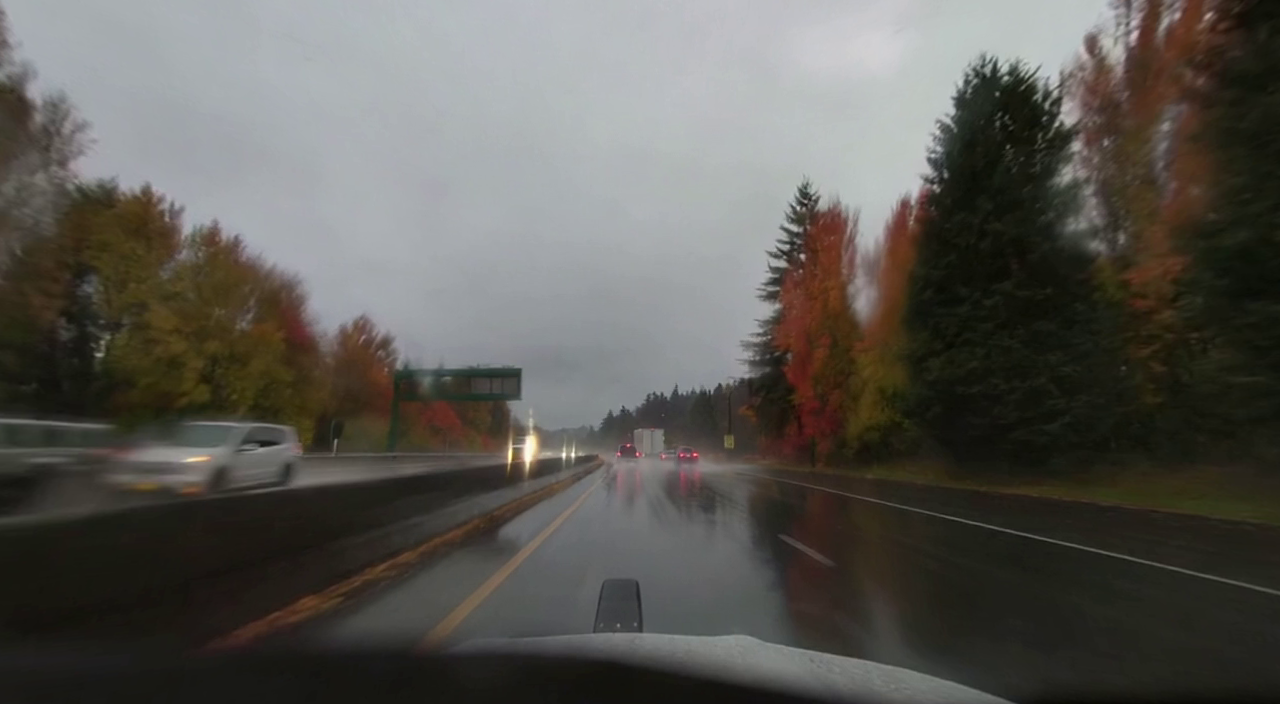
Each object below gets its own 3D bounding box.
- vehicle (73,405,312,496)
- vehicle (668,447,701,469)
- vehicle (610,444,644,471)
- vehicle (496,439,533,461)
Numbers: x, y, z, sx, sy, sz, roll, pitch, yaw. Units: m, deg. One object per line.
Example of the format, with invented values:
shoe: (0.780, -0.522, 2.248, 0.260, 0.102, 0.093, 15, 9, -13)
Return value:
vehicle: (-8.948, 2.041, 13.102, 1.894, 1.557, 4.204, 0, -9, -1)
vehicle: (3.217, 7.730, 45.935, 1.968, 1.513, 3.911, 0, -9, -2)
vehicle: (-0.860, 7.017, 41.948, 2.151, 1.693, 4.201, 0, -9, -1)
vehicle: (-9.459, 7.435, 47.500, 1.922, 1.561, 4.160, 0, -9, -1)
